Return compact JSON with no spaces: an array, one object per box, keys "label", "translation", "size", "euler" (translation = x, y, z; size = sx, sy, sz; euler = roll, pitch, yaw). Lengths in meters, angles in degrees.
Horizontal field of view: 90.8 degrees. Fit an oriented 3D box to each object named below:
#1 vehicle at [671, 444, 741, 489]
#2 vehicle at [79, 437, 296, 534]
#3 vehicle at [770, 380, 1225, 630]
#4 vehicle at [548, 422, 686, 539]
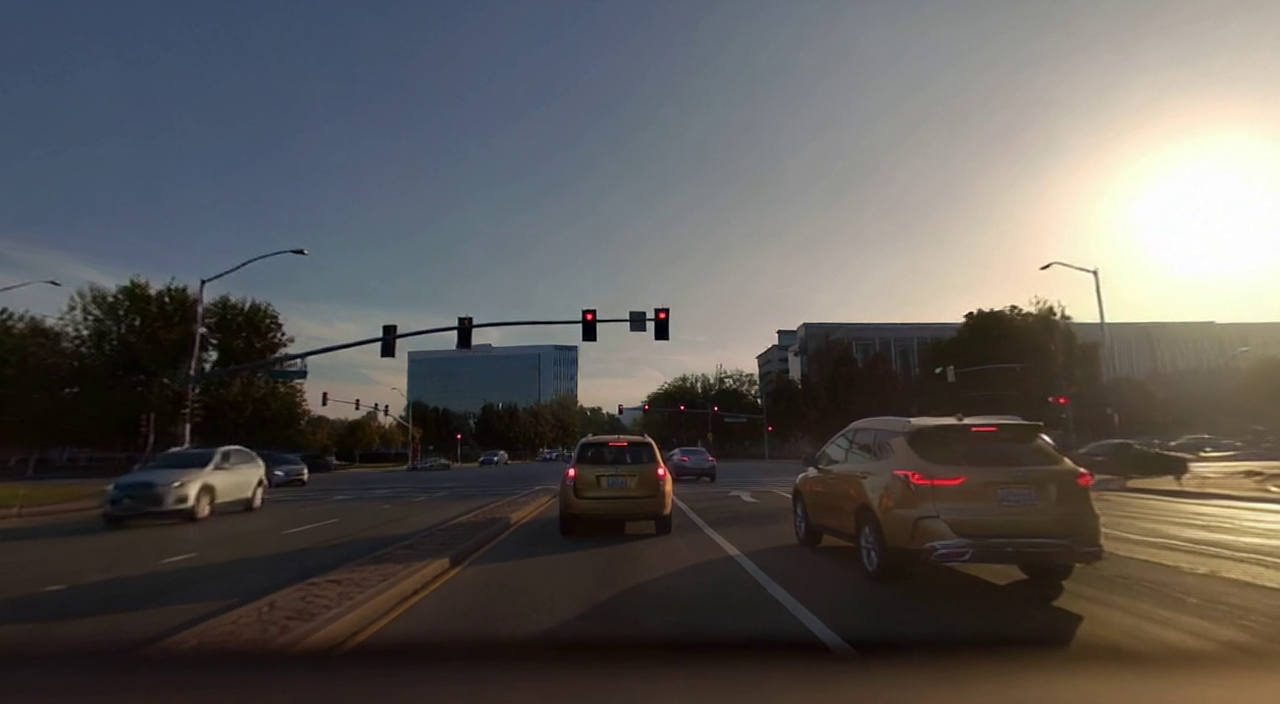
[{"label":"vehicle","translation":[2.312,4.145,23.265],"size":[1.900,1.459,4.260],"euler":[0,-9,-3]},{"label":"vehicle","translation":[-10.643,3.106,15.503],"size":[2.354,1.949,4.905],"euler":[2,-9,-11]},{"label":"vehicle","translation":[3.072,1.432,6.859],"size":[2.228,1.798,4.370],"euler":[0,-9,-2]},{"label":"vehicle","translation":[-0.391,2.208,11.450],"size":[2.039,1.698,4.144],"euler":[0,-9,-2]}]
